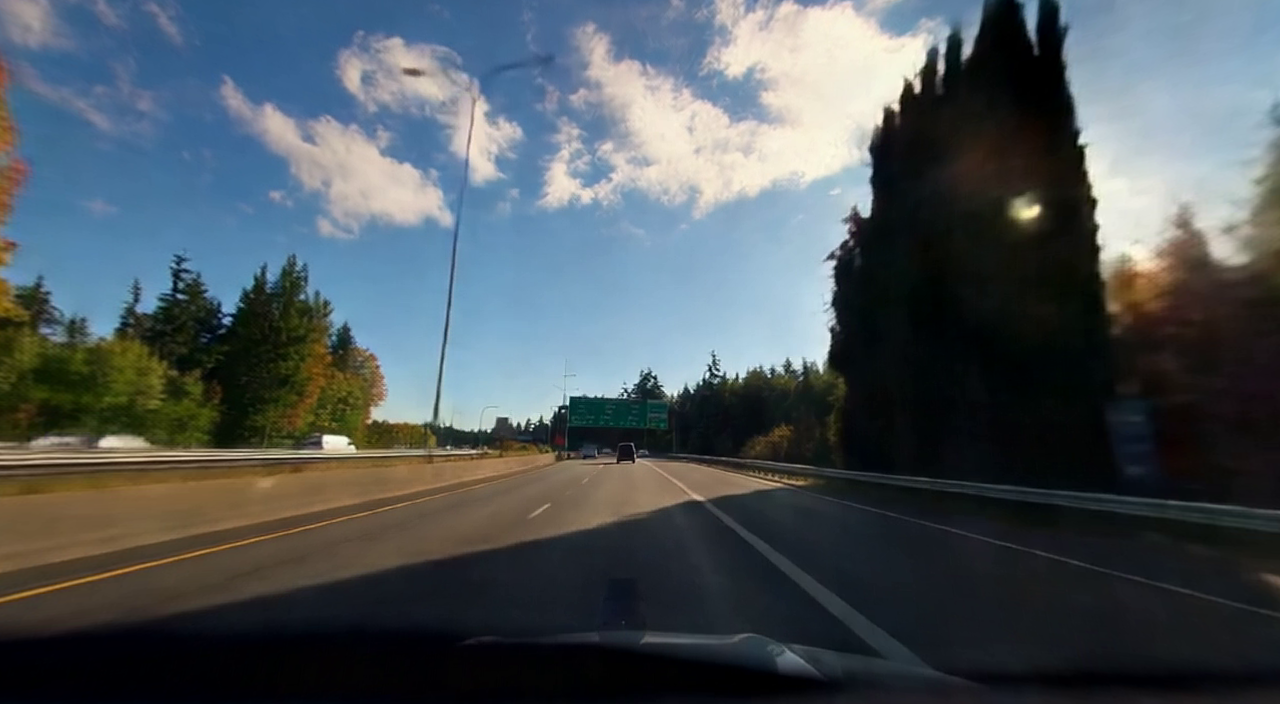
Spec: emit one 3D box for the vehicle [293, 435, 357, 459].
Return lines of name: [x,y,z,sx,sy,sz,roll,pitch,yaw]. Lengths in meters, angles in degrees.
vehicle: [-19.653,5.969,39.536,1.901,1.465,4.173,0,-9,-1]
